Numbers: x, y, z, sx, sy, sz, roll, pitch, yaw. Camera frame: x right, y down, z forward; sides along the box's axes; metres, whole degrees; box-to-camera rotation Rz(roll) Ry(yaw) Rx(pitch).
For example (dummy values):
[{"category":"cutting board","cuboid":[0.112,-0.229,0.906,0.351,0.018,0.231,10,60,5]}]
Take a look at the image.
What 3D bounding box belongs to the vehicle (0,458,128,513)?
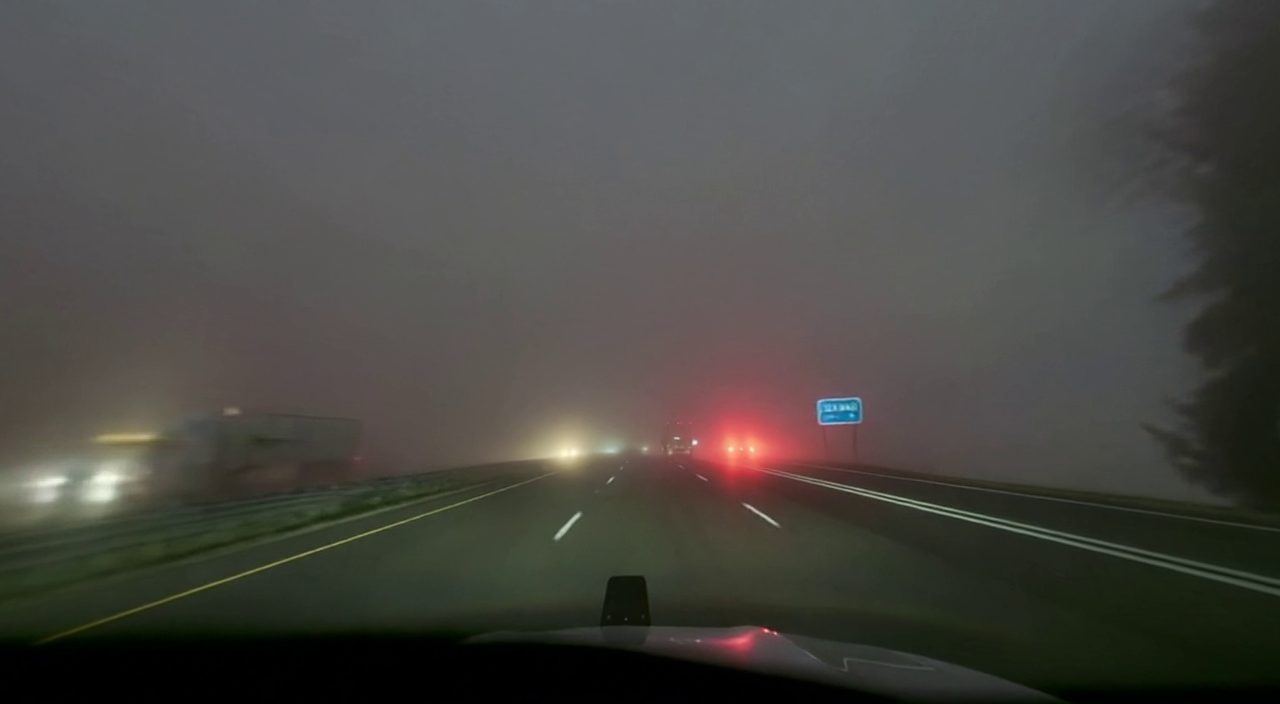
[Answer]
[{"category":"vehicle","cuboid":[-19.279,4.276,20.553,1.875,1.506,3.736,0,-8,1]}]
